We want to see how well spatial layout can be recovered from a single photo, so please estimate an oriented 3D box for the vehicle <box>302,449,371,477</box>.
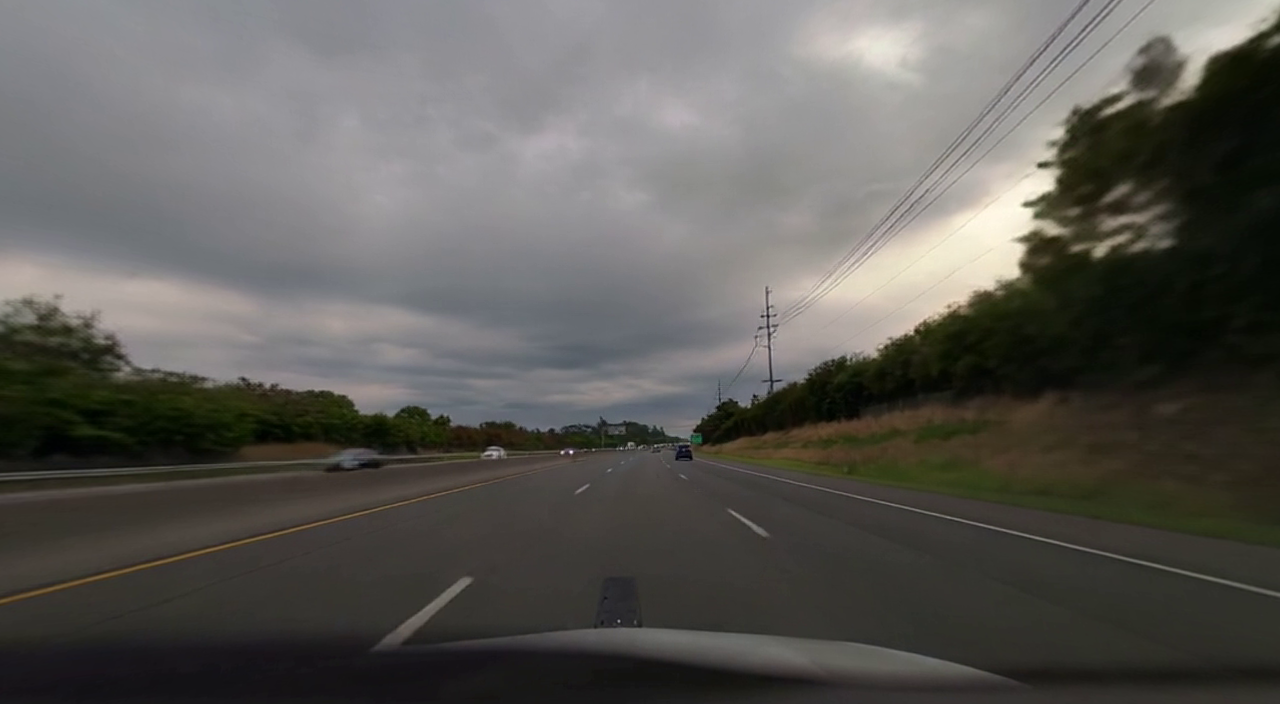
[{"bbox_3d":[-18.648,6.818,38.720,2.056,1.639,4.295,0,-9,1],"label":"vehicle"}]
